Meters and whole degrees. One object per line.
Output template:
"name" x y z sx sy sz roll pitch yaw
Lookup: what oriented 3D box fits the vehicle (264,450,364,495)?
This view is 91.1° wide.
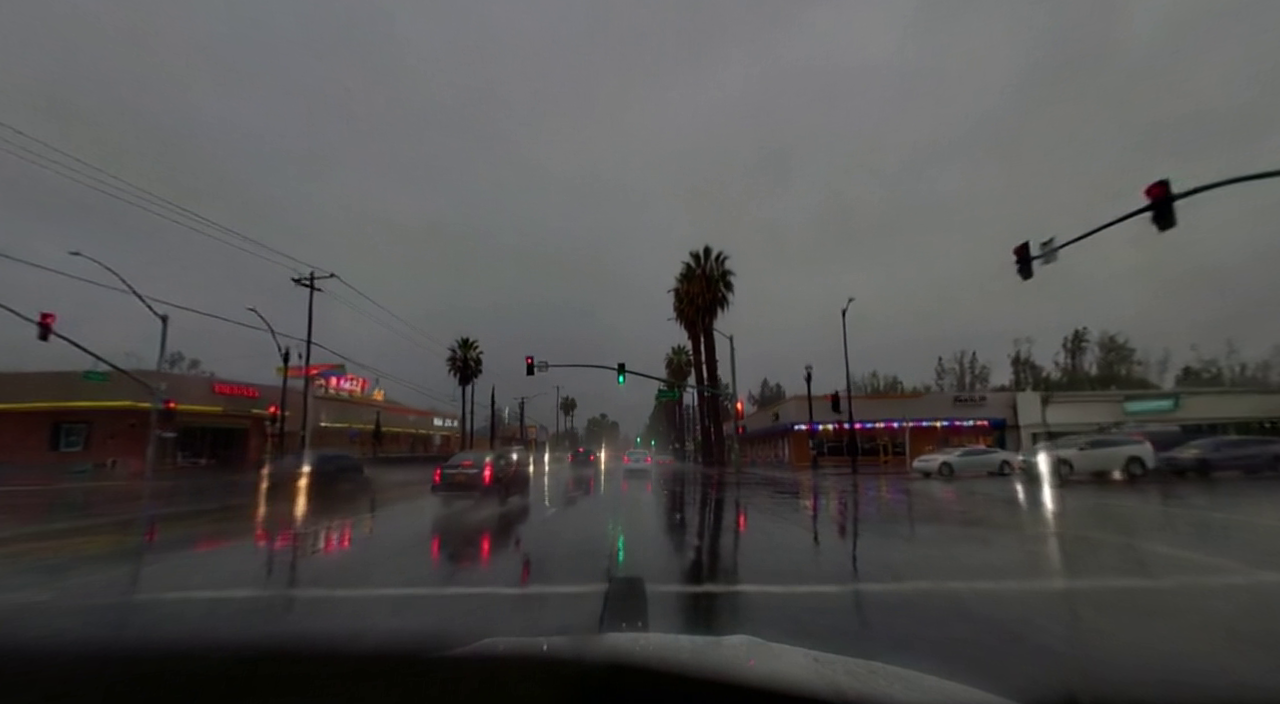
"vehicle" -12.517 4.607 24.393 1.818 1.559 3.721 0 -8 1

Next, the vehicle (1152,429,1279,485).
"vehicle" 20.309 3.460 20.855 4.699 1.716 2.108 0 -8 -1

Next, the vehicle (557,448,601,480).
"vehicle" -3.360 6.195 35.133 1.979 1.634 3.957 0 -8 1

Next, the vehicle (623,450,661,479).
"vehicle" 0.124 6.450 36.323 2.094 1.496 4.070 0 -8 0

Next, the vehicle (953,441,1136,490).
"vehicle" 13.137 3.693 20.655 4.532 1.504 2.087 0 -8 0

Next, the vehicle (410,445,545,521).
"vehicle" -3.602 2.966 14.849 1.904 1.513 4.410 -1 -8 2
